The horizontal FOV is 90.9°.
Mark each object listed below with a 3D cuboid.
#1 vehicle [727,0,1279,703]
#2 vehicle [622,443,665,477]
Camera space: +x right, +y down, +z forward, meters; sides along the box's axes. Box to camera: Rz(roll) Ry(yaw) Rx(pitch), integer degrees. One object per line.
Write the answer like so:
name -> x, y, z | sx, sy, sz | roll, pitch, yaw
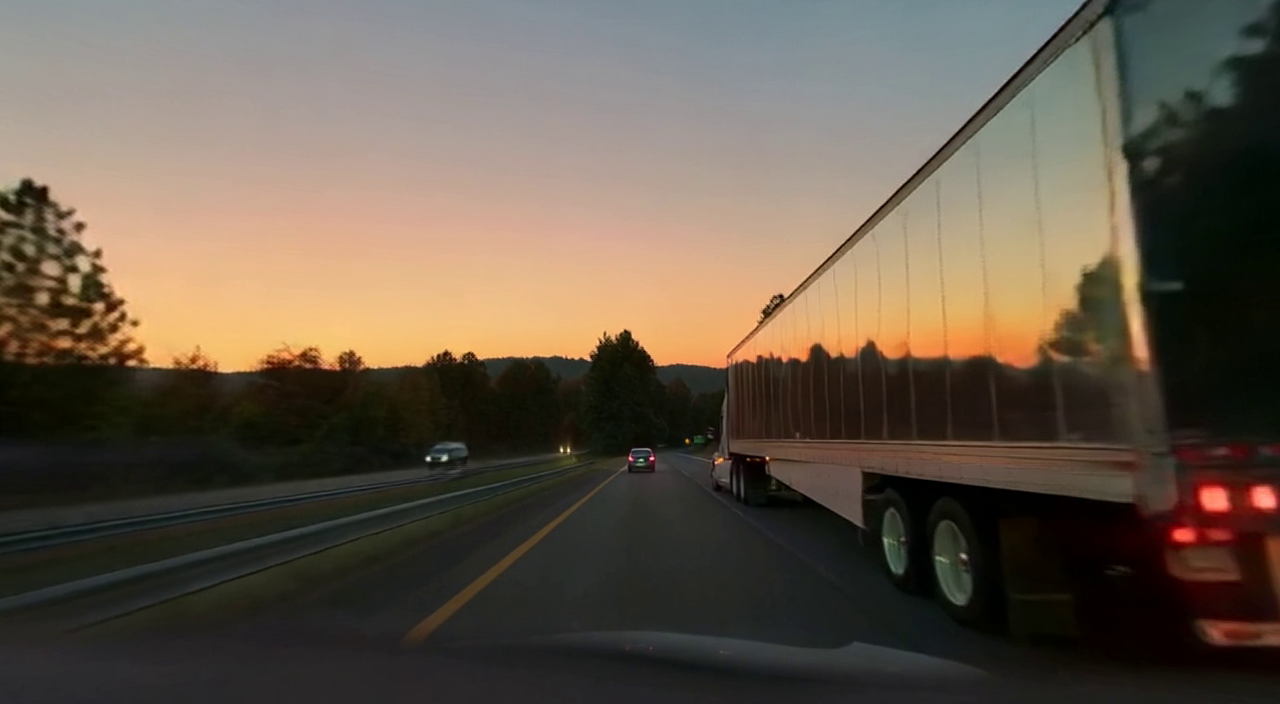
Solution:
vehicle -> 3.849, 0.717, 9.312 | 2.929, 4.158, 15.921 | 0, -8, 0
vehicle -> 0.168, 5.232, 30.914 | 1.968, 1.515, 4.025 | -1, -8, 1
